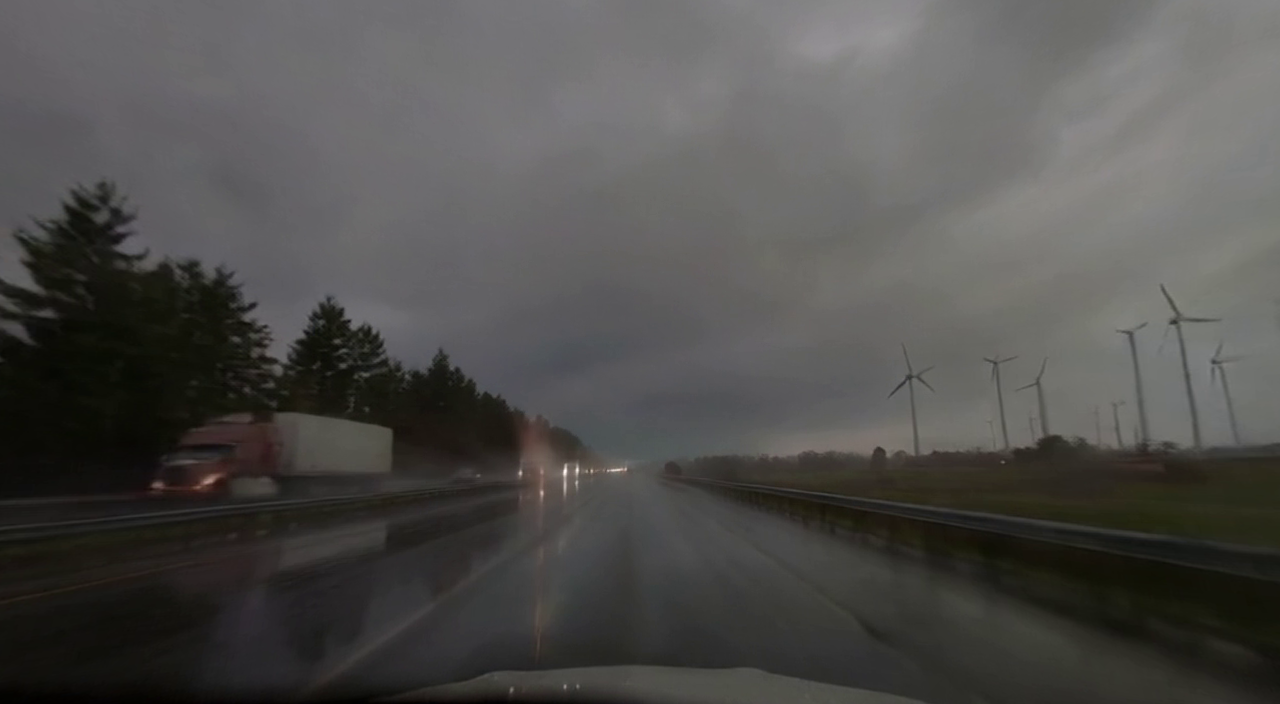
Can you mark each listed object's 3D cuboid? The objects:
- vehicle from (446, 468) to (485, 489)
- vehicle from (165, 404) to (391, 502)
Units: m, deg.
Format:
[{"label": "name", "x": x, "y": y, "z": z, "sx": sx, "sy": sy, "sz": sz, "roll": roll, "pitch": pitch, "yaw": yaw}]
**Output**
[{"label": "vehicle", "x": -12.672, "y": 9.197, "z": 45.926, "sx": 1.700, "sy": 1.451, "sz": 4.000, "roll": 1, "pitch": -10, "yaw": -1}, {"label": "vehicle", "x": -17.199, "y": 5.332, "z": 32.272, "sx": 2.872, "sy": 3.799, "sz": 14.761, "roll": 1, "pitch": -11, "yaw": 0}]
